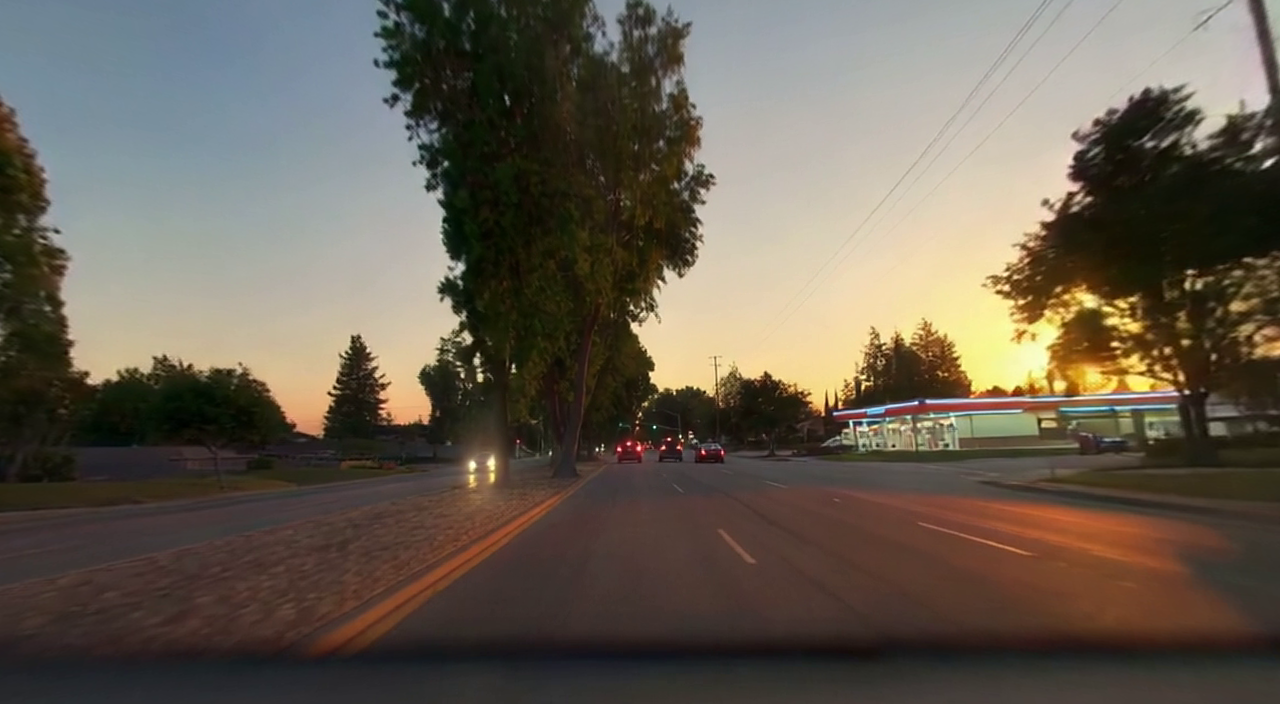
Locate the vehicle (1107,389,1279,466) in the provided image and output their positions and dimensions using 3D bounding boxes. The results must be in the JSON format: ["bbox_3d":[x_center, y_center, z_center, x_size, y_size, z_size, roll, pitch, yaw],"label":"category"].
[{"bbox_3d":[29.046,3.997,33.099,8.711,3.678,2.870,3,-9,-21],"label":"vehicle"}]

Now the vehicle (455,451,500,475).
[{"bbox_3d":[-11.160,7.670,43.722,2.052,1.503,4.559,0,-8,-1],"label":"vehicle"}]

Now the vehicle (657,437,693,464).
[{"bbox_3d":[2.402,6.910,44.393,2.140,1.800,4.660,0,-8,-2],"label":"vehicle"}]

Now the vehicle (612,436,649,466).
[{"bbox_3d":[-0.644,6.421,41.163,2.261,1.820,4.255,0,-8,-2],"label":"vehicle"}]

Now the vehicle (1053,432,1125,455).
[{"bbox_3d":[30.656,6.242,43.077,4.663,1.485,1.991,4,-10,-28],"label":"vehicle"}]
